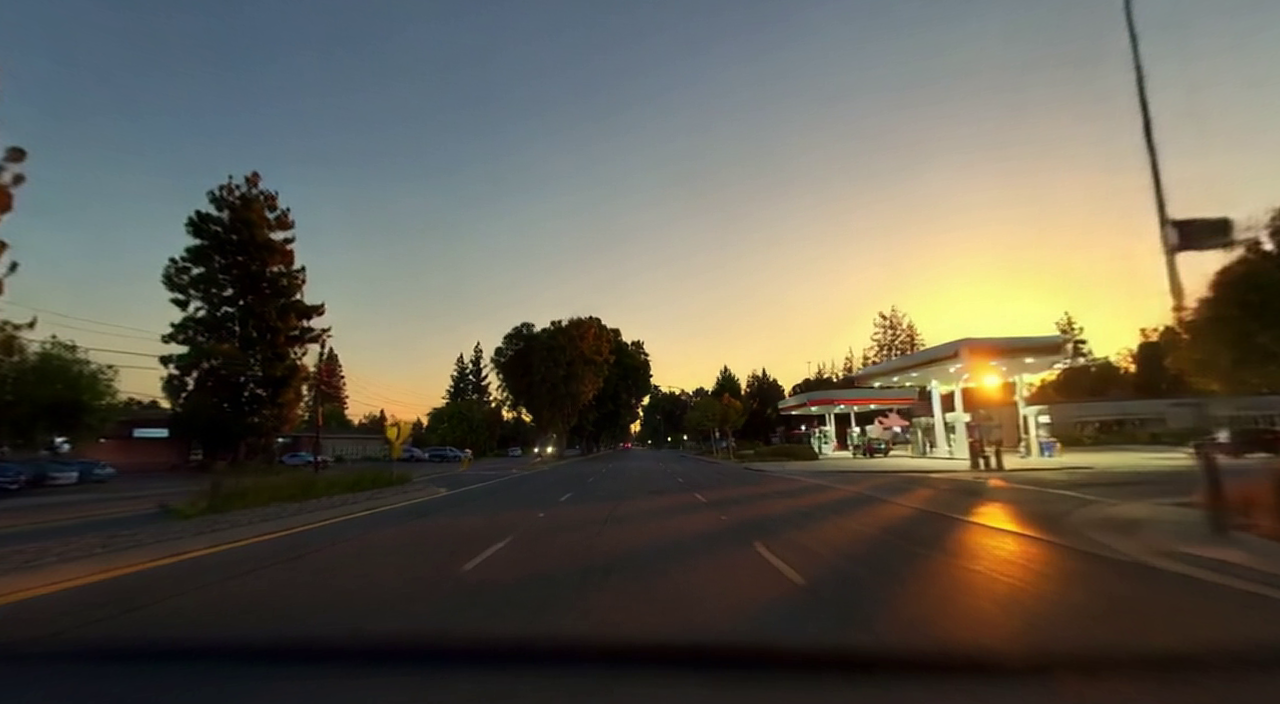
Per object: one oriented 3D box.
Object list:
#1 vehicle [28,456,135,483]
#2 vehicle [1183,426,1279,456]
[{"bbox_3d":[-31.272,6.563,35.460,4.287,1.432,1.794,0,-8,0],"label":"vehicle"},{"bbox_3d":[31.202,4.586,32.542,4.549,1.476,1.952,-1,-8,2],"label":"vehicle"}]
